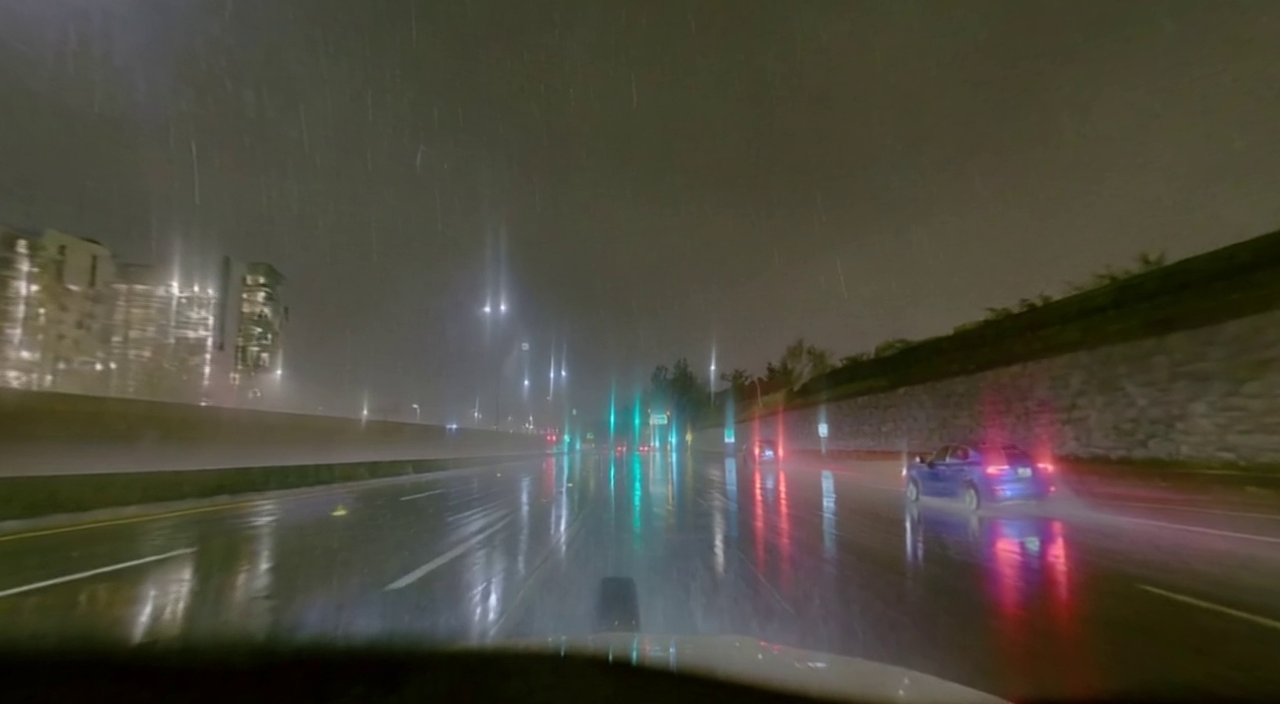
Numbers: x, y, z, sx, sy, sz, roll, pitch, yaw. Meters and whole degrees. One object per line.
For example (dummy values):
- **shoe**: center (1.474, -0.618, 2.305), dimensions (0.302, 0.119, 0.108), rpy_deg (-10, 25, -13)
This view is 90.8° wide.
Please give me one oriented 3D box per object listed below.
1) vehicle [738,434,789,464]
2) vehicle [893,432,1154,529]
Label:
- **vehicle**: center (9.210, 7.292, 47.533), dimensions (2.555, 2.069, 5.892), rpy_deg (0, -8, -1)
- **vehicle**: center (7.636, 2.578, 13.457), dimensions (2.165, 1.636, 5.175), rpy_deg (0, -8, -2)
